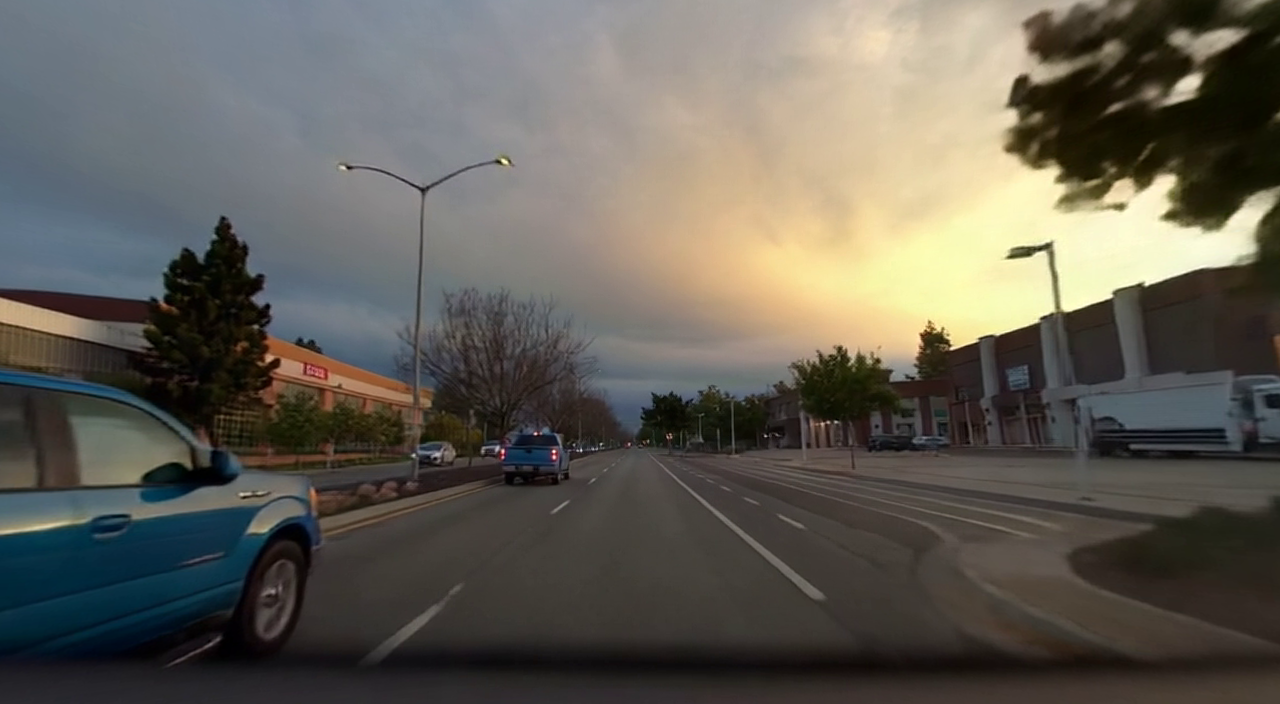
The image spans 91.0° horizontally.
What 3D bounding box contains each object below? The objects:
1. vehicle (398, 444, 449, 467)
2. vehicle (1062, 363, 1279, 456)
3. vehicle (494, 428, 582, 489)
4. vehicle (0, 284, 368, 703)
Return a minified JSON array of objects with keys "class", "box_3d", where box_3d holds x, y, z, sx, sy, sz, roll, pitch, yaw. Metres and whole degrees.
[{"class":"vehicle","box_3d":[-14.928,7.127,43.658,2.047,1.489,4.216,0,-8,1]},{"class":"vehicle","box_3d":[26.085,2.940,29.308,2.948,3.576,13.937,1,-8,-2]},{"class":"vehicle","box_3d":[-3.281,3.576,21.510,2.065,1.790,5.417,0,-8,1]},{"class":"vehicle","box_3d":[-3.207,0.693,2.049,2.277,1.801,5.250,0,-8,0]}]
